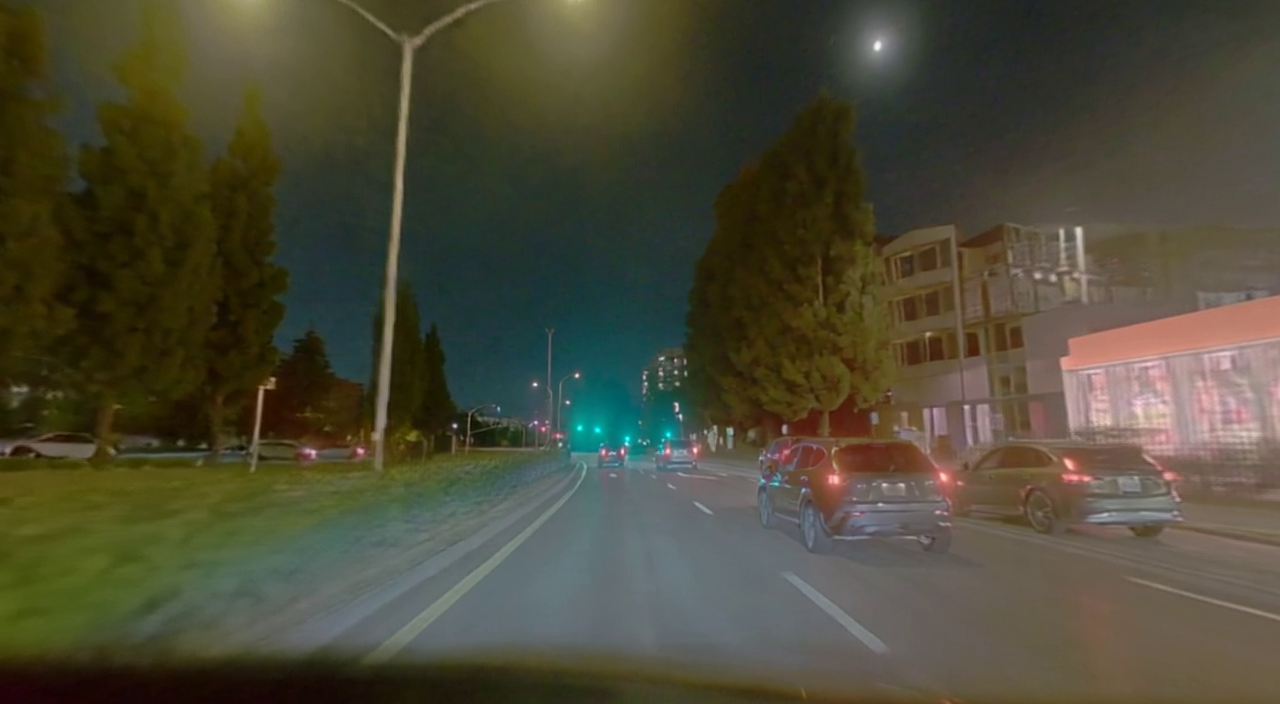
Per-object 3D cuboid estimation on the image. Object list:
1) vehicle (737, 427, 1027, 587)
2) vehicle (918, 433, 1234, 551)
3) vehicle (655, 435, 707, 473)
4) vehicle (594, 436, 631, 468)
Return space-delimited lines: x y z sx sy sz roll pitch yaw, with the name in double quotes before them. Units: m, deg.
"vehicle" 2.580 1.749 8.011 1.883 1.452 4.258 0 -8 -2
"vehicle" 6.497 2.088 10.161 1.917 1.457 4.274 0 -8 -2
"vehicle" 1.993 5.117 31.809 2.000 1.745 4.206 0 -8 -4
"vehicle" -1.719 5.975 37.853 2.051 1.798 4.168 0 -8 -5
